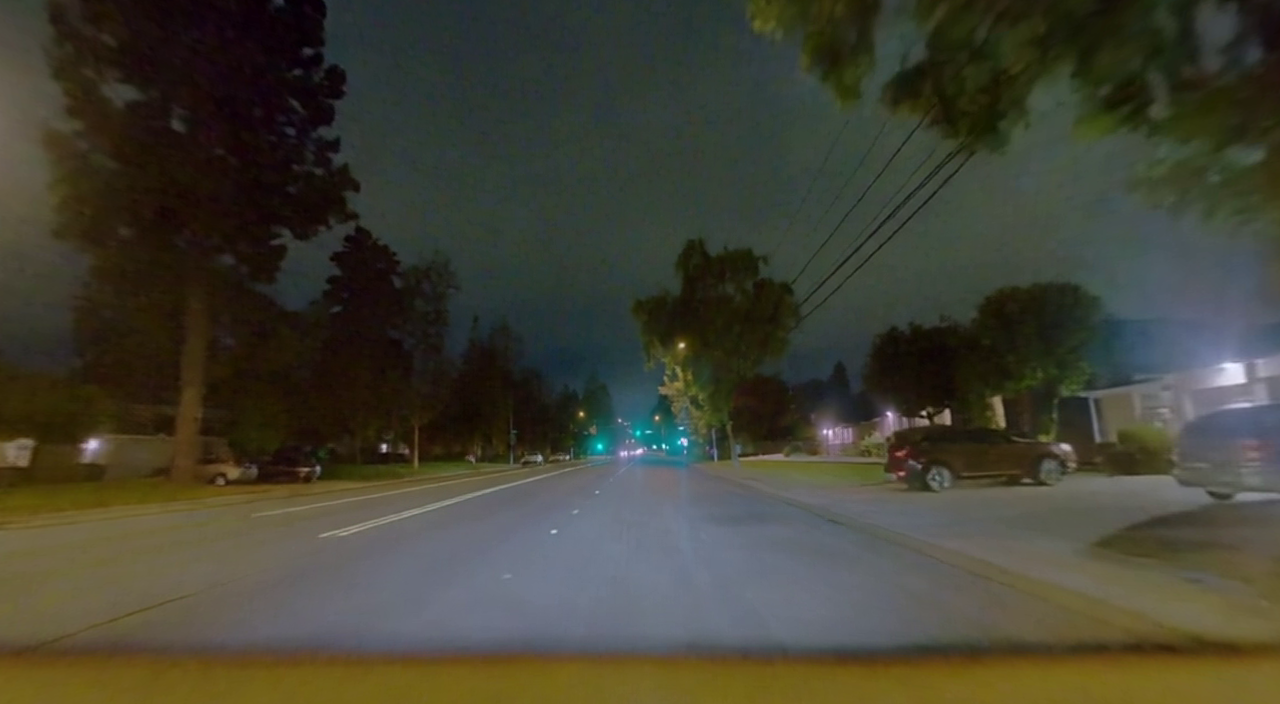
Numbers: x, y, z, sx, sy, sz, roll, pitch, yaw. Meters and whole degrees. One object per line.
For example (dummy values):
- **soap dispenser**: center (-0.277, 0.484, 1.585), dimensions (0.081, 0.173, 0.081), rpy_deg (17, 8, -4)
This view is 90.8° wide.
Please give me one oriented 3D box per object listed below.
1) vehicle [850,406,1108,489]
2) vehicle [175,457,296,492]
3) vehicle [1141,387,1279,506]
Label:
- **vehicle**: center (9.385, 2.737, 18.046), dimensions (5.933, 2.038, 2.382), rpy_deg (1, -10, 2)
- **vehicle**: center (-18.841, 5.657, 29.506), dimensions (4.450, 1.409, 1.990), rpy_deg (7, -11, -38)
- **vehicle**: center (11.733, 1.579, 10.656), dimensions (4.629, 1.804, 2.102), rpy_deg (-1, -8, 3)
